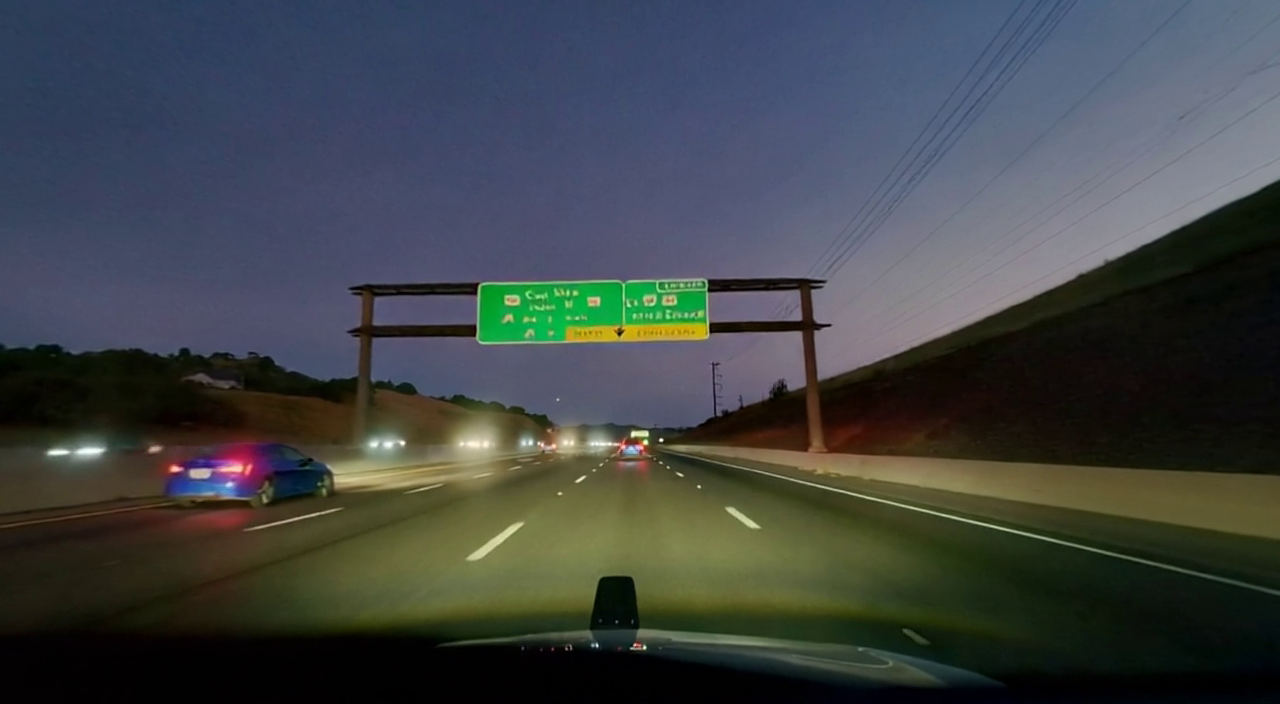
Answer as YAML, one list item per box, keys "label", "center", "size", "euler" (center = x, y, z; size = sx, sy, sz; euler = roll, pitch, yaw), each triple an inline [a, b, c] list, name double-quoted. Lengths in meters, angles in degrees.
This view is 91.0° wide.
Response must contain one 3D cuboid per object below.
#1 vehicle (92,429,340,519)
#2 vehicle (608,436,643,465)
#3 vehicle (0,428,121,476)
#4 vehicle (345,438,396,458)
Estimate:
- label: "vehicle"
  center: [-8.166, 2.363, 12.771]
  size: [2.047, 1.486, 4.306]
  euler: [0, -8, 0]
- label: "vehicle"
  center: [-0.896, 6.036, 38.709]
  size: [2.040, 1.715, 3.906]
  euler: [0, -8, -1]
- label: "vehicle"
  center: [-19.744, 3.307, 20.920]
  size: [1.750, 1.449, 3.748]
  euler: [0, -8, -1]
- label: "vehicle"
  center: [-20.378, 7.296, 47.832]
  size: [1.892, 1.454, 4.599]
  euler: [0, -8, -1]
